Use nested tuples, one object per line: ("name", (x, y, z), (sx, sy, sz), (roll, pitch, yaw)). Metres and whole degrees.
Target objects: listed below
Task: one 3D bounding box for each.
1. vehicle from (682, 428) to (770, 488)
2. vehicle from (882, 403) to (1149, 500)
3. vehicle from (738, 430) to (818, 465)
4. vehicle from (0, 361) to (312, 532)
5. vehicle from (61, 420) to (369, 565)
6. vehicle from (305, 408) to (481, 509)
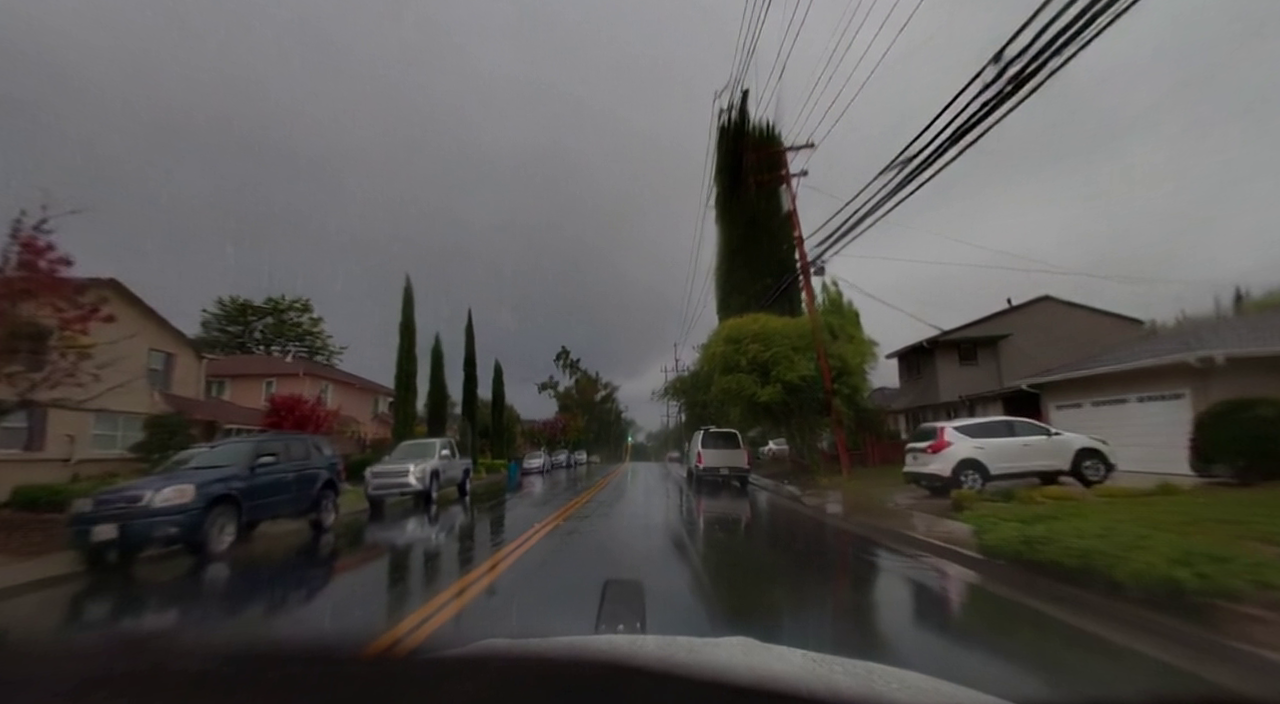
("vehicle", (3.021, 3.872, 23.554), (2.203, 1.952, 5.111), (0, -8, -4))
("vehicle", (8.094, 2.254, 14.004), (4.489, 1.812, 2.056), (-1, -13, -4))
("vehicle", (8.462, 5.938, 39.016), (4.421, 1.836, 1.956), (-3, -12, 0))
("vehicle", (-11.498, 2.336, 16.071), (2.781, 3.221, 7.995), (1, -8, -6))
("vehicle", (-6.532, 2.290, 10.572), (2.046, 1.777, 4.473), (-3, -11, 0))
("vehicle", (-6.421, 3.045, 17.514), (2.269, 2.229, 6.042), (-3, -12, 2))
